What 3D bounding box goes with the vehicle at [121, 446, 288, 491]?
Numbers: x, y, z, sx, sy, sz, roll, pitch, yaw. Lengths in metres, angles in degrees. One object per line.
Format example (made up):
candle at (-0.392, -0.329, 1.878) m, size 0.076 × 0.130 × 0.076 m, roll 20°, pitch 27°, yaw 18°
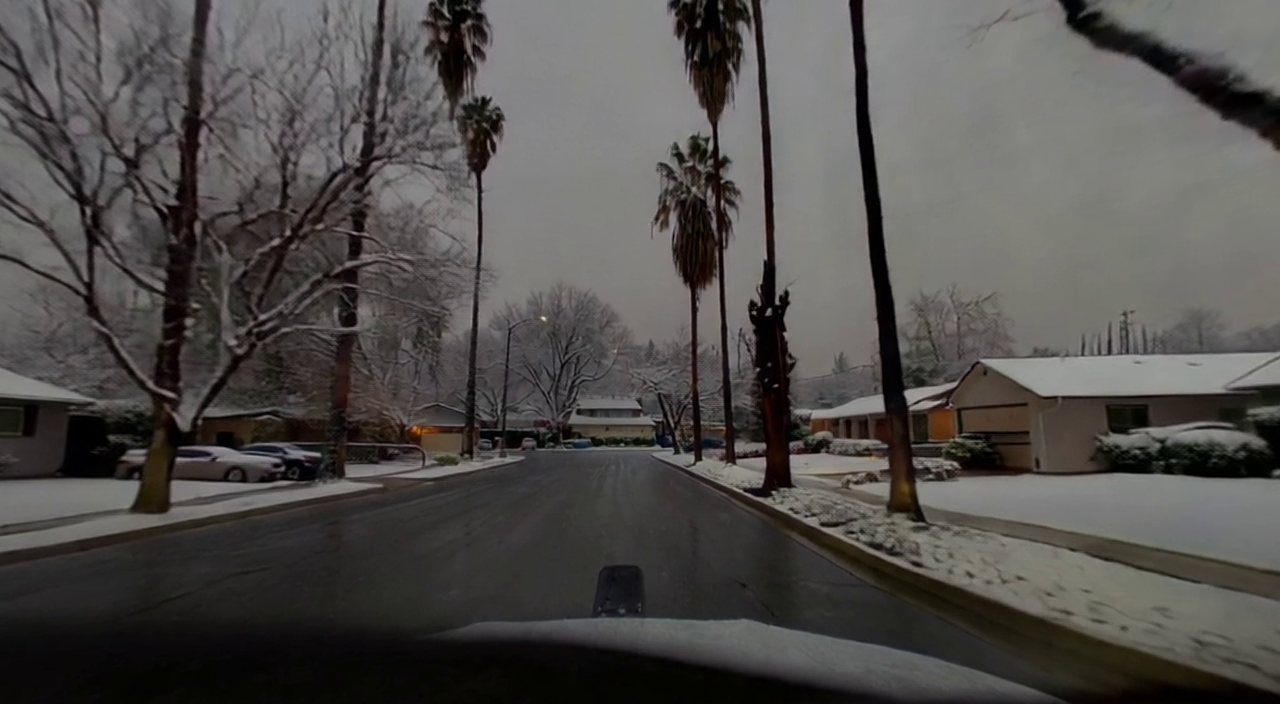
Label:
vehicle at (-15.385, 4.119, 22.572) m, size 4.358 × 1.516 × 2.077 m, roll 0°, pitch -9°, yaw -3°
